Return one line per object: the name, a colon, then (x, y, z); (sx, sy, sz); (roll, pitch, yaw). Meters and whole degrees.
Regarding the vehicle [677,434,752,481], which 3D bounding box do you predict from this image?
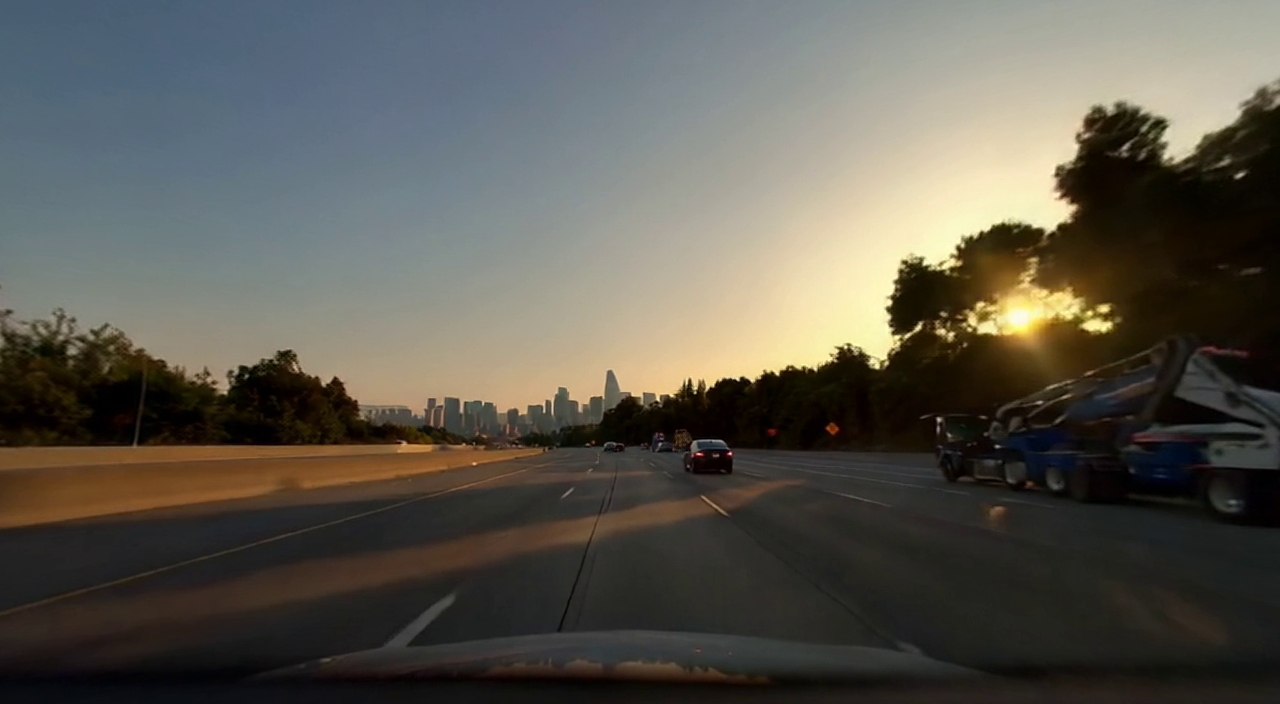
vehicle: (2.915, 4.248, 25.775); (2.305, 1.729, 4.526); (1, -8, -2)
